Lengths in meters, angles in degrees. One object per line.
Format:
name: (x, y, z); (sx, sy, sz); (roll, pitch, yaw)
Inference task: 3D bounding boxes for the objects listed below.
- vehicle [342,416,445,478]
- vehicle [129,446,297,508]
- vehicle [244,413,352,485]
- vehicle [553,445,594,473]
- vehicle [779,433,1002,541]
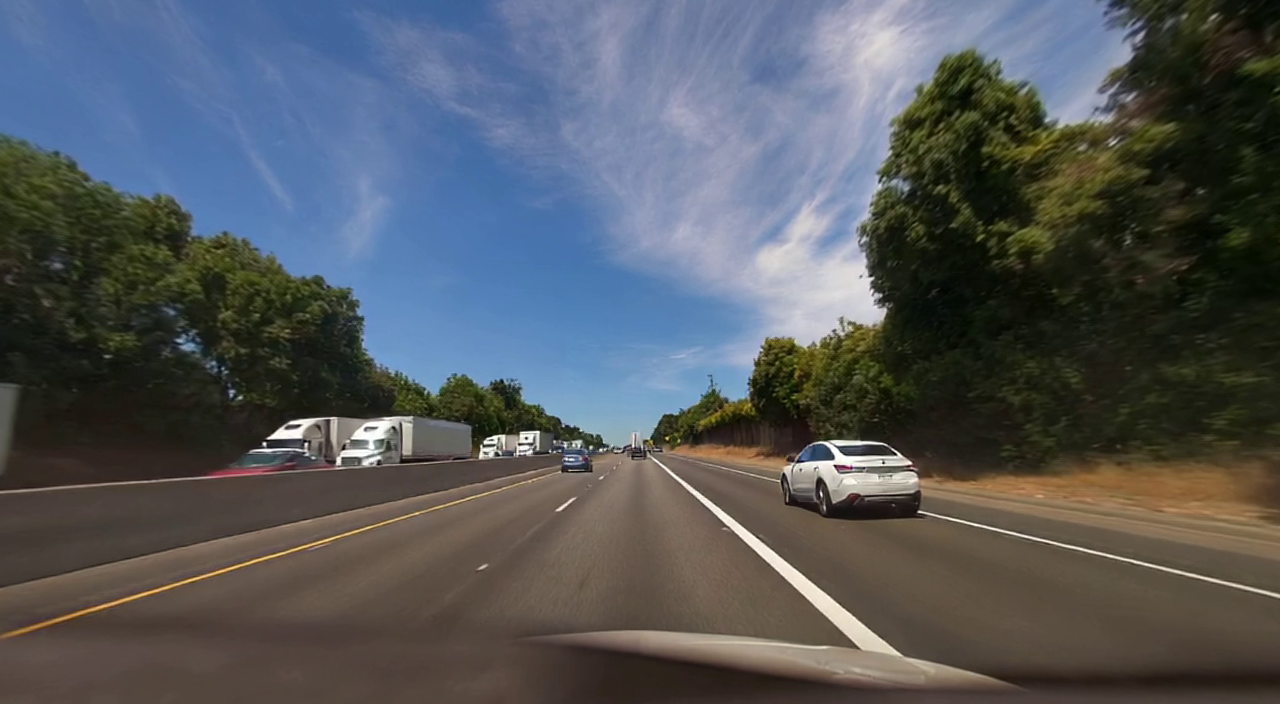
vehicle: (-15.767, 6.220, 41.325); (3.010, 3.579, 9.290); (0, -9, 0)
vehicle: (-12.049, 3.528, 18.202); (1.965, 1.557, 4.069); (0, -9, 0)
vehicle: (-20.039, 5.727, 37.418); (3.024, 3.899, 5.896); (0, -9, -1)
vehicle: (-3.785, 6.181, 36.513); (1.978, 1.539, 3.924); (0, -9, 0)
vehicle: (4.008, 2.238, 11.094); (2.053, 1.504, 4.386); (0, -9, -1)
